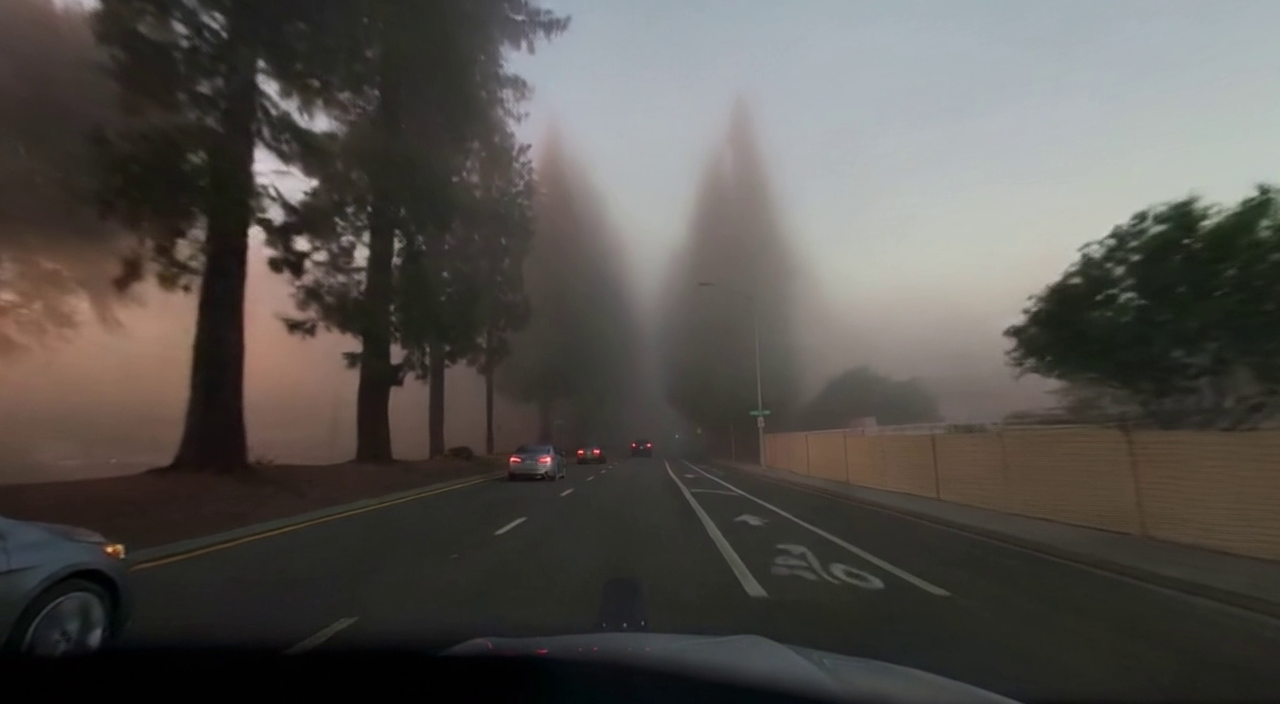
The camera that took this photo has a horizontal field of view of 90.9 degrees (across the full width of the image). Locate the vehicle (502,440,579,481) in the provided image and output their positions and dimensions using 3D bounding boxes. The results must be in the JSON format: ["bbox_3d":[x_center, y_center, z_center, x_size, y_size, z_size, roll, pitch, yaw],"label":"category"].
[{"bbox_3d":[-3.798,4.233,25.038,2.188,1.473,4.651,0,-8,2],"label":"vehicle"}]

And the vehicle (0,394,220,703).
[{"bbox_3d":[-3.957,0.813,1.713,2.190,1.545,4.943,0,-8,0],"label":"vehicle"}]
